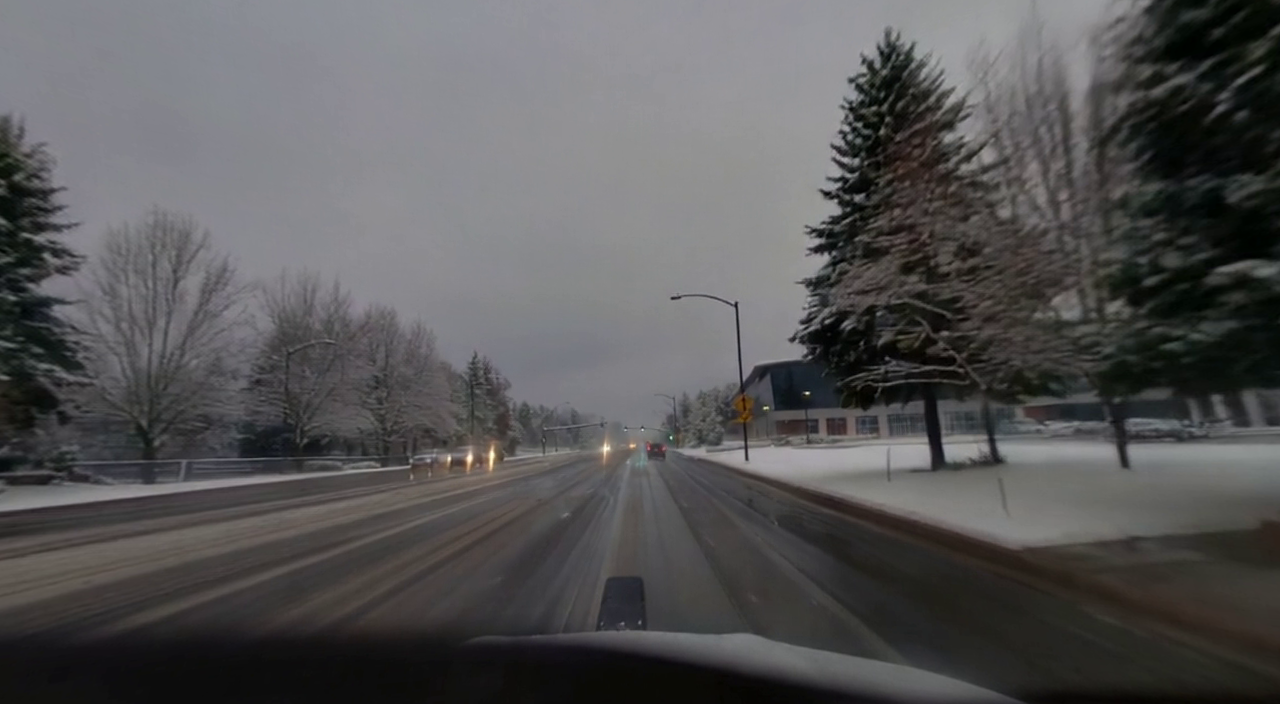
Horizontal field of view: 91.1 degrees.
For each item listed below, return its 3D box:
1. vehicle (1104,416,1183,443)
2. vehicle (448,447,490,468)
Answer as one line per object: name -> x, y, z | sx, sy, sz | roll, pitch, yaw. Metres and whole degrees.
vehicle -> 39.115, 6.092, 48.914 | 2.045, 2.000, 4.878 | 0, -8, 0
vehicle -> -13.459, 8.317, 49.710 | 1.939, 1.548, 4.490 | 0, -8, 2
